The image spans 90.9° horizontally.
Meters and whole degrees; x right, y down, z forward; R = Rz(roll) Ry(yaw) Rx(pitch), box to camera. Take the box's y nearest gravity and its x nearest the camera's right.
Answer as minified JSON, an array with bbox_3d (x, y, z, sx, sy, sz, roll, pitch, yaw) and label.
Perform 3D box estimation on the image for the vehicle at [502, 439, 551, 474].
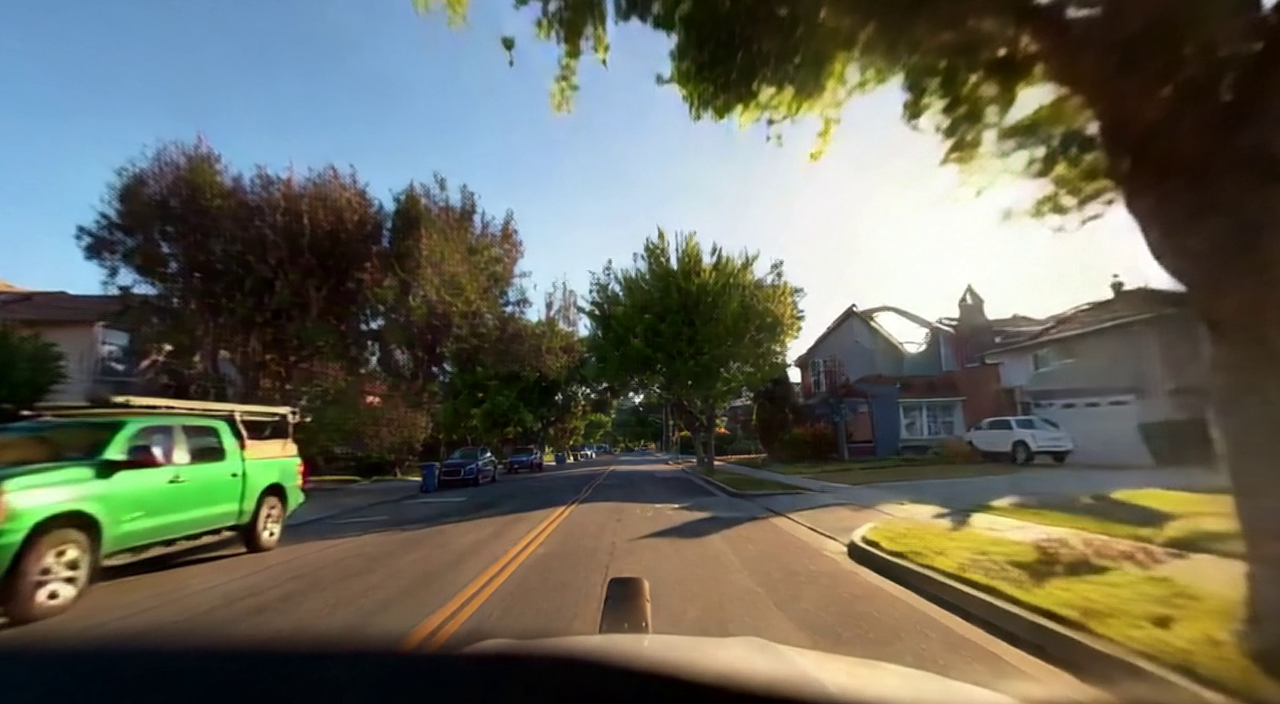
[{"bbox_3d":[-6.839,6.279,38.396,2.169,1.871,4.762,-3,-8,-2],"label":"vehicle"}]

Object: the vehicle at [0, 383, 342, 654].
[{"bbox_3d":[-6.313,1.538,7.773,2.223,2.115,5.707,5,-4,2],"label":"vehicle"}]

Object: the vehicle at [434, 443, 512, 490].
[{"bbox_3d":[-6.549,4.490,25.204,1.945,1.530,4.430,-4,-7,-2],"label":"vehicle"}]

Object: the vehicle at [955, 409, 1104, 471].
[{"bbox_3d":[12.754,2.916,21.080,1.936,1.687,4.714,-5,-7,1],"label":"vehicle"}]
